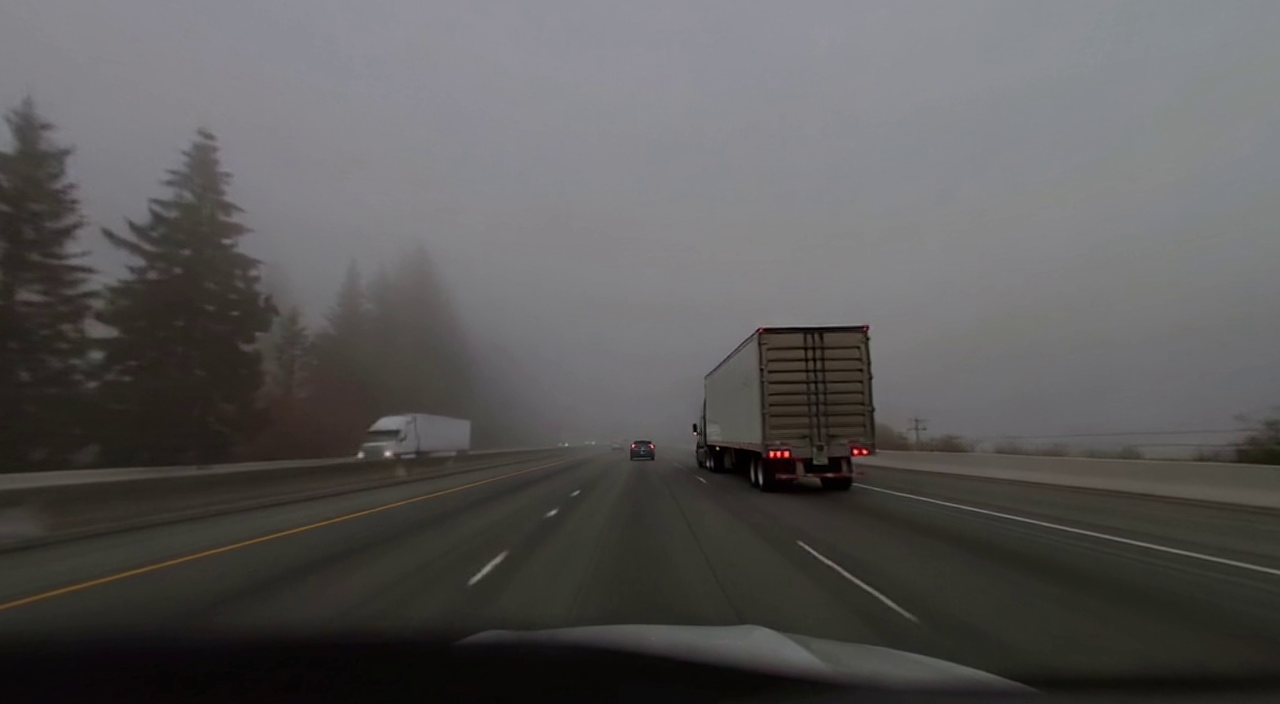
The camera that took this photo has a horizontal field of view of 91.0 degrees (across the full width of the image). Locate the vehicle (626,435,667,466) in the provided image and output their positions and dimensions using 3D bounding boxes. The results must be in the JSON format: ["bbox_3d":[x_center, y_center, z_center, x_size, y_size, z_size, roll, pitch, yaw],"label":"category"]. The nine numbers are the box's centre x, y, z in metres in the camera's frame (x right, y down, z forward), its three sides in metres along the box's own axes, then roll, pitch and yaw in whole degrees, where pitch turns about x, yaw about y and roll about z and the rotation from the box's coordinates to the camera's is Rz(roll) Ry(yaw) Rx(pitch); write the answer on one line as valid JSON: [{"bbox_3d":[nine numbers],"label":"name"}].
[{"bbox_3d":[0.416,5.572,35.762,2.139,1.607,4.034,-1,-8,3],"label":"vehicle"}]

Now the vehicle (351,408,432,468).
[{"bbox_3d":[-18.794,6.625,48.246,3.210,4.212,7.175,0,-8,0],"label":"vehicle"}]

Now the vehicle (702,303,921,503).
[{"bbox_3d":[4.210,1.997,20.067,3.005,4.131,14.221,0,-8,0],"label":"vehicle"}]
